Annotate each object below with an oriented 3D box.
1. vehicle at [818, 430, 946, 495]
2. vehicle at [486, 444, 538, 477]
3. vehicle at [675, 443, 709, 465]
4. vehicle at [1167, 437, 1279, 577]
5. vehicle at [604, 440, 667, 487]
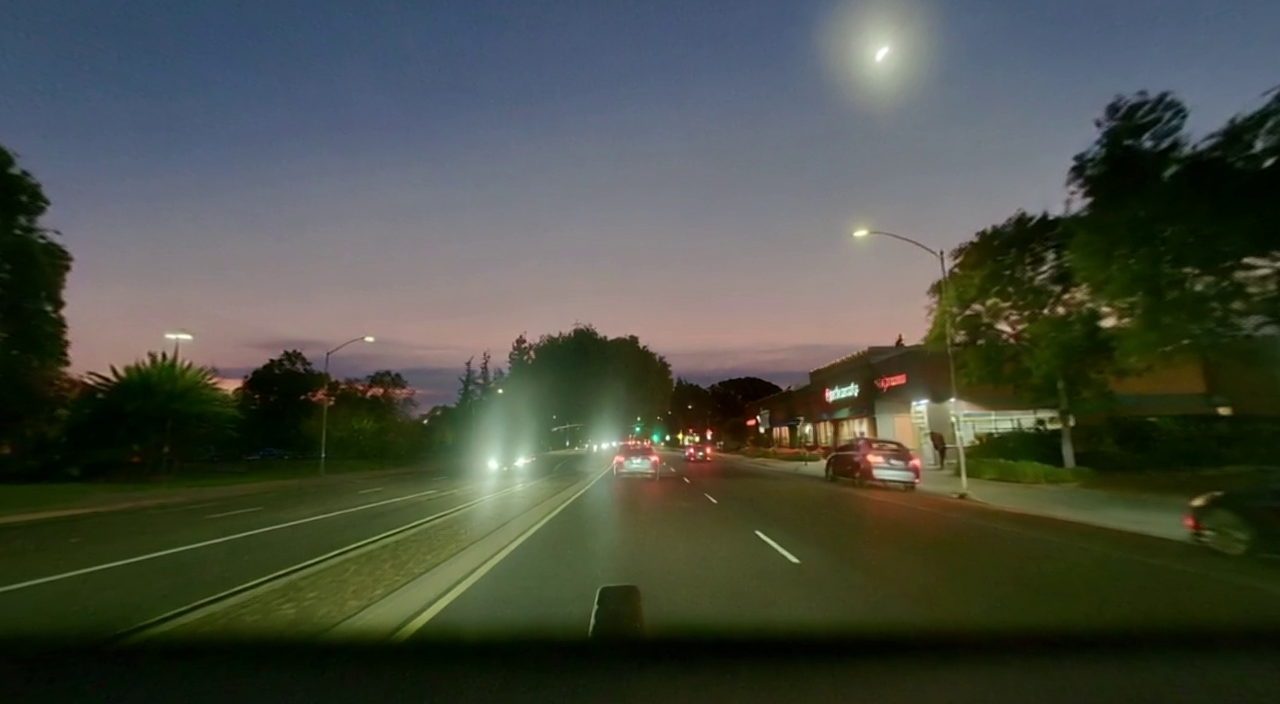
[{"bbox_3d":[7.571,3.511,20.494,2.165,1.787,5.231,-1,-8,1],"label":"vehicle"},{"bbox_3d":[-6.337,5.397,31.688,1.999,1.531,4.011,0,-9,-3],"label":"vehicle"},{"bbox_3d":[3.525,7.014,43.606,1.910,1.474,4.003,0,-8,-1],"label":"vehicle"},{"bbox_3d":[7.764,1.490,5.687,1.942,1.473,4.742,0,-8,0],"label":"vehicle"},{"bbox_3d":[-0.191,3.835,22.047,2.006,1.487,3.535,0,-8,-1],"label":"vehicle"}]
